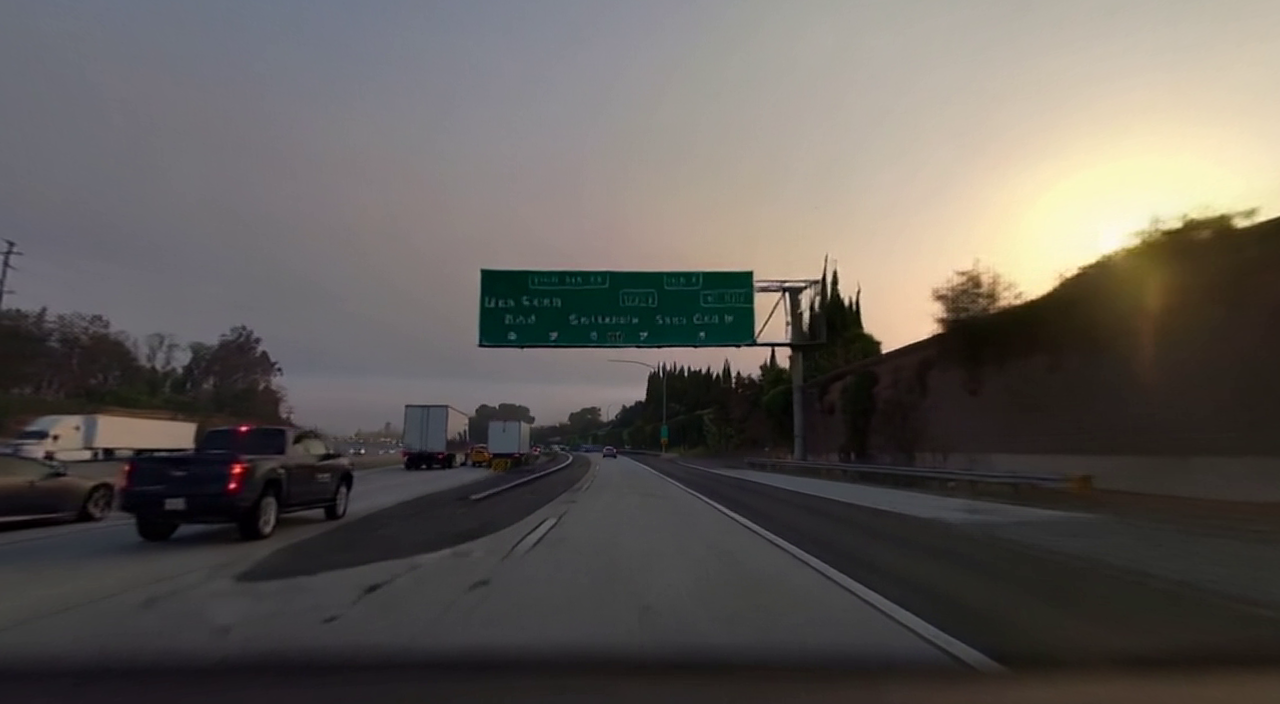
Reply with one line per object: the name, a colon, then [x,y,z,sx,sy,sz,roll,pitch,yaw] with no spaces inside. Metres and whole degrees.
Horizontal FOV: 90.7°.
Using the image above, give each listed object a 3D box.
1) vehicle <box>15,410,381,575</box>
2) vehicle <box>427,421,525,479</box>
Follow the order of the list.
vehicle: [-5.986,1.944,9.735,2.093,1.785,5.303,0,-8,-4]
vehicle: [-9.036,5.678,37.030,3.270,2.674,14.547,0,-8,-6]
